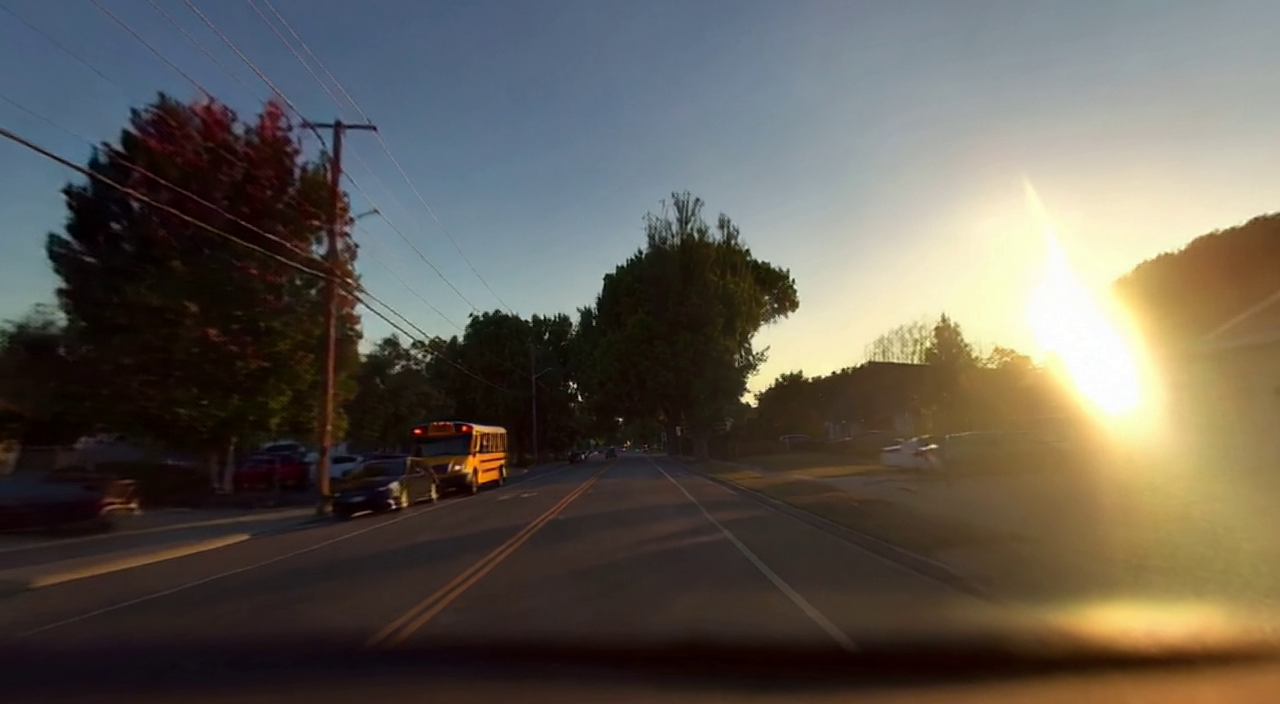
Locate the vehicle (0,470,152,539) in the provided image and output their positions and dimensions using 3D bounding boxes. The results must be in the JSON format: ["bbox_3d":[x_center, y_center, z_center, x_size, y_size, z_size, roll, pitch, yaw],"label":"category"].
[{"bbox_3d":[-14.579,3.617,15.325,4.296,1.420,1.874,-2,-9,12],"label":"vehicle"}]

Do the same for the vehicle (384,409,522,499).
[{"bbox_3d":[-6.676,3.820,23.900,2.835,2.876,7.091,0,-9,2],"label":"vehicle"}]

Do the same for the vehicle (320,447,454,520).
[{"bbox_3d":[-6.802,3.530,17.608,2.023,1.721,4.418,0,-9,-2],"label":"vehicle"}]
